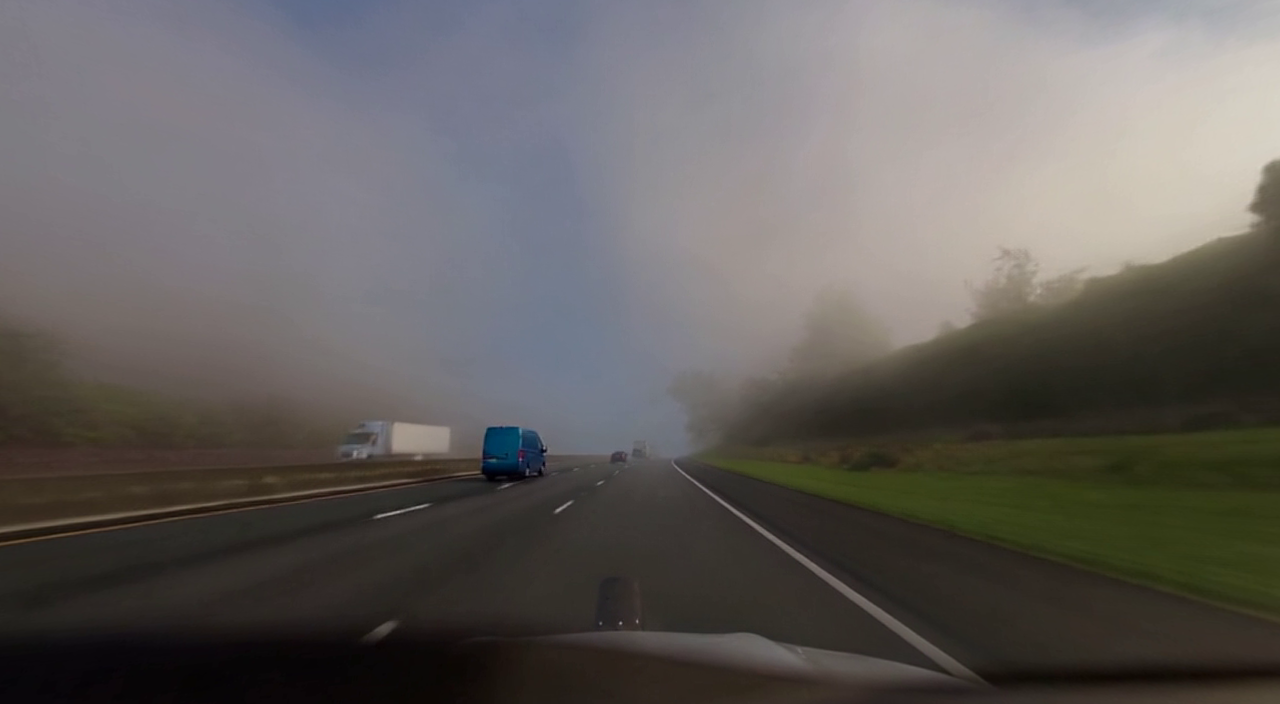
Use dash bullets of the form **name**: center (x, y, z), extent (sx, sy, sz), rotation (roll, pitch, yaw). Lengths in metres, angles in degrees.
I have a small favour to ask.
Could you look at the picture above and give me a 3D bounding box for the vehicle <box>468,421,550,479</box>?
- **vehicle**: center (-6.105, 4.721, 30.362), extent (2.449, 2.471, 6.130), rotation (-1, -9, 2)
